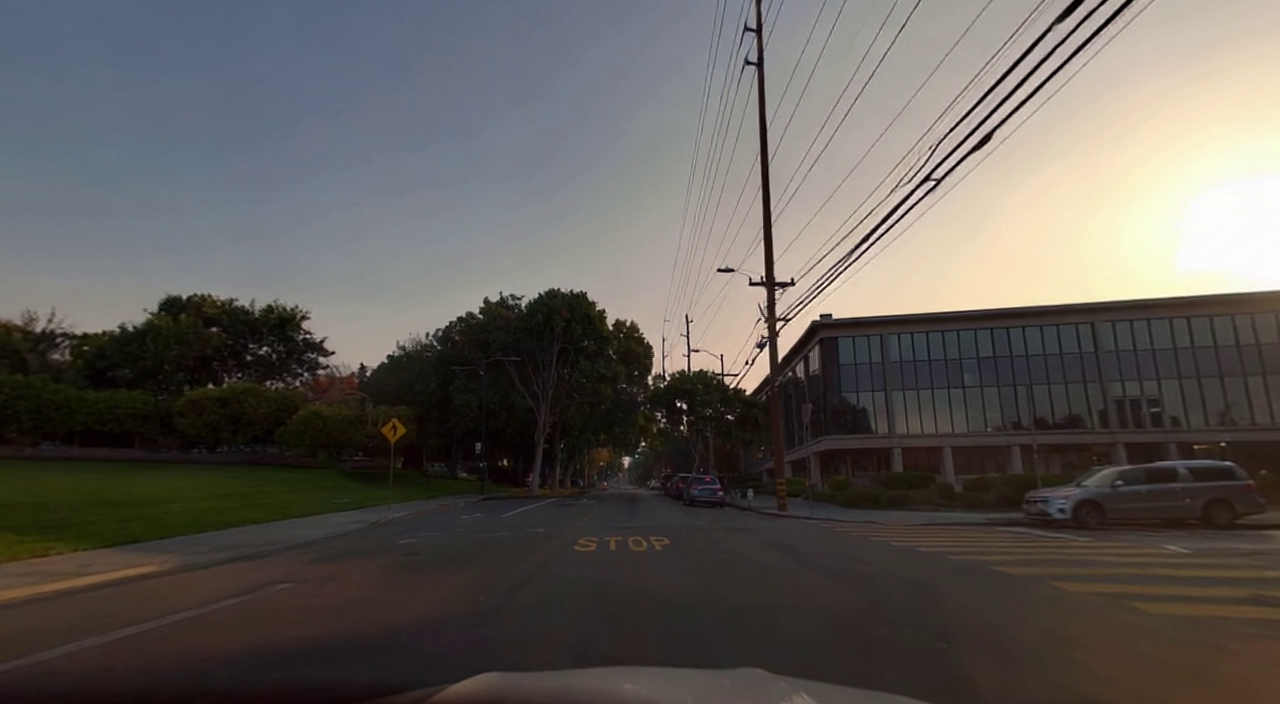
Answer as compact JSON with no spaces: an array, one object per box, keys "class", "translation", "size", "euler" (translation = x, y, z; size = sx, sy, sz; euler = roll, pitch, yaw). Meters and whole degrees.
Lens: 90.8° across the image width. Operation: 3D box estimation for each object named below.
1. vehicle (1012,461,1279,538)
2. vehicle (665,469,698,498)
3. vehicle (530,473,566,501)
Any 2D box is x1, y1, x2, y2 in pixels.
[{"class":"vehicle","translation":[11.460,3.256,14.284],"size":[4.771,1.492,2.107],"euler":[0,-8,-2]},{"class":"vehicle","translation":[2.870,9.340,45.126],"size":[1.953,1.774,5.008],"euler":[0,-8,-1]},{"class":"vehicle","translation":[-6.614,9.699,45.669],"size":[1.913,1.682,4.365],"euler":[0,-8,0]}]
